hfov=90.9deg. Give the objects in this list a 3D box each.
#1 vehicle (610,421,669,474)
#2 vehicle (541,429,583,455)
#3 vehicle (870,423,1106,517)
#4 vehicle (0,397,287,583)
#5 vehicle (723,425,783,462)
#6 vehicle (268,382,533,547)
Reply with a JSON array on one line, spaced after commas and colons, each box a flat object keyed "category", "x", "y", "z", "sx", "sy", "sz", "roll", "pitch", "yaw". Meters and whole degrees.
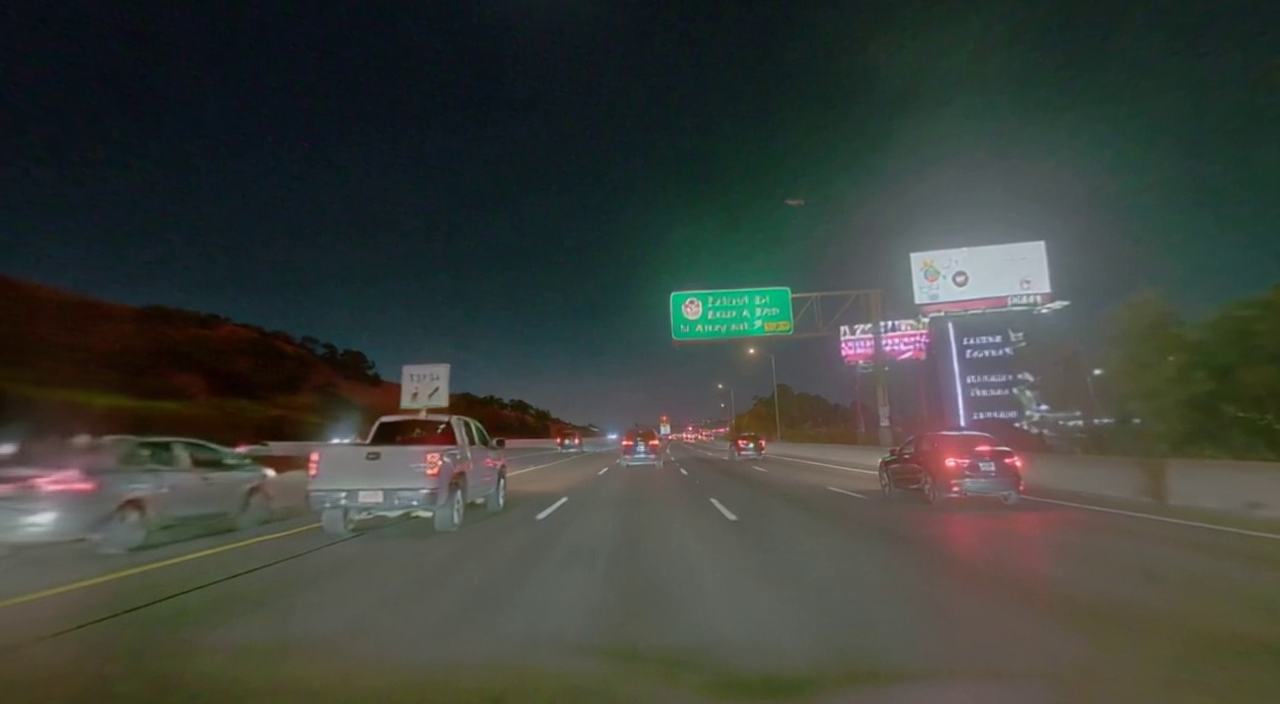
[{"category": "vehicle", "x": 0.008, "y": 3.601, "z": 23.921, "sx": 2.052, "sy": 1.808, "sz": 3.898, "roll": 0, "pitch": -8, "yaw": 1}, {"category": "vehicle", "x": -5.894, "y": 6.919, "z": 48.367, "sx": 2.238, "sy": 1.837, "sz": 5.979, "roll": -1, "pitch": -8, "yaw": 2}, {"category": "vehicle", "x": 6.268, "y": 2.169, "z": 12.119, "sx": 1.998, "sy": 1.456, "sz": 4.338, "roll": 0, "pitch": -8, "yaw": -1}, {"category": "vehicle", "x": -6.928, "y": 1.616, "z": 8.139, "sx": 2.052, "sy": 1.720, "sz": 4.538, "roll": 0, "pitch": -8, "yaw": 1}, {"category": "vehicle", "x": 5.741, "y": 4.729, "z": 32.548, "sx": 2.067, "sy": 1.775, "sz": 4.372, "roll": 0, "pitch": -8, "yaw": -3}, {"category": "vehicle", "x": -3.425, "y": 1.795, "z": 10.690, "sx": 2.316, "sy": 1.999, "sz": 5.765, "roll": 0, "pitch": -8, "yaw": -1}]
